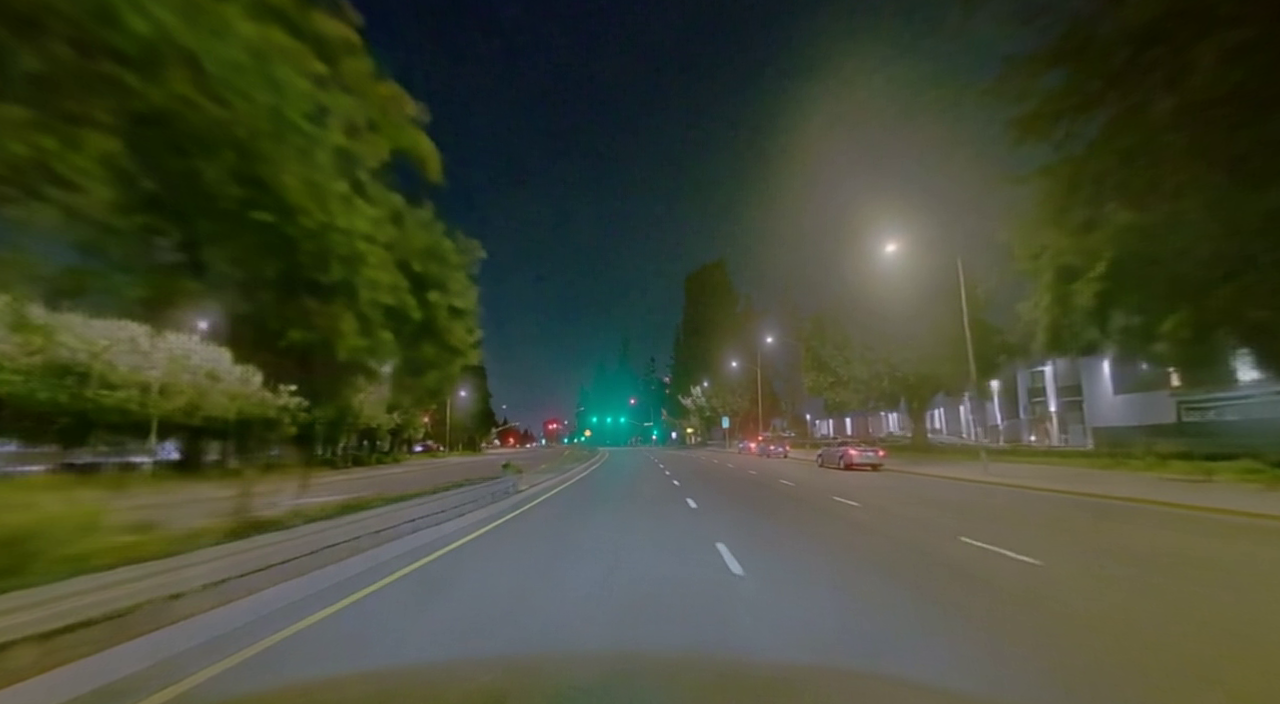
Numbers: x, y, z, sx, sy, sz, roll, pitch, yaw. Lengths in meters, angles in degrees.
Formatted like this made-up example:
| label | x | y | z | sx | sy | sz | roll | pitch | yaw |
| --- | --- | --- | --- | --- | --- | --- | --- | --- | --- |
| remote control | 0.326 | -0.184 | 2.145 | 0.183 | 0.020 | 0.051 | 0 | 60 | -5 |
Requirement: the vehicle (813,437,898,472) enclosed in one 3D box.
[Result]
| label | x | y | z | sx | sy | sz | roll | pitch | yaw |
| --- | --- | --- | --- | --- | --- | --- | --- | --- | --- |
| vehicle | 10.443 | 4.985 | 31.052 | 2.109 | 1.533 | 5.664 | 0 | -8 | -1 |

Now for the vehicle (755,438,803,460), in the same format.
| label | x | y | z | sx | sy | sz | roll | pitch | yaw |
| --- | --- | --- | --- | --- | --- | --- | --- | --- | --- |
| vehicle | 10.471 | 7.343 | 47.785 | 2.034 | 1.551 | 5.228 | 1 | -8 | -5 |
